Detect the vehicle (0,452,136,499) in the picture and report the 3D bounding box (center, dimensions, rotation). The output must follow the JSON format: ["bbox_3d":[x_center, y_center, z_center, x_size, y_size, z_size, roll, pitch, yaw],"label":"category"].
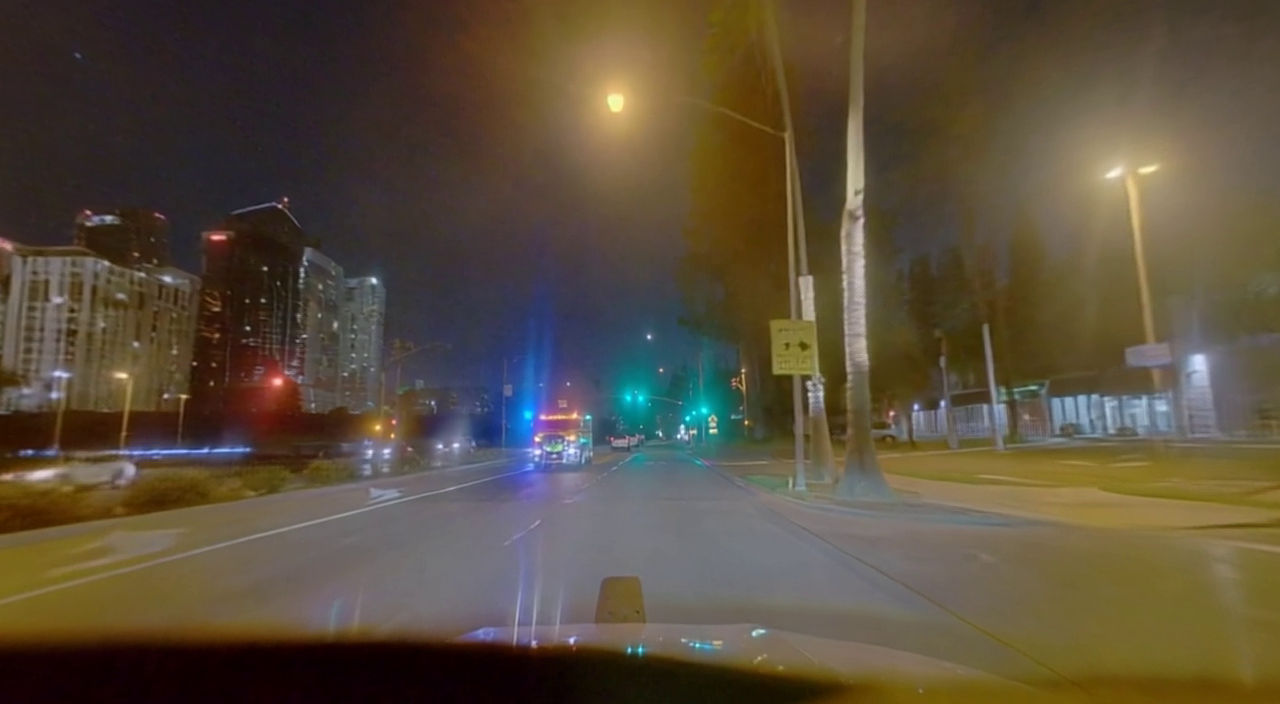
[{"bbox_3d":[-22.181,4.627,23.965,1.945,1.504,4.566,0,-8,2],"label":"vehicle"}]

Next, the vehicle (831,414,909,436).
[{"bbox_3d":[15.863,5.056,43.504,4.663,1.457,2.045,-1,-6,3],"label":"vehicle"}]
